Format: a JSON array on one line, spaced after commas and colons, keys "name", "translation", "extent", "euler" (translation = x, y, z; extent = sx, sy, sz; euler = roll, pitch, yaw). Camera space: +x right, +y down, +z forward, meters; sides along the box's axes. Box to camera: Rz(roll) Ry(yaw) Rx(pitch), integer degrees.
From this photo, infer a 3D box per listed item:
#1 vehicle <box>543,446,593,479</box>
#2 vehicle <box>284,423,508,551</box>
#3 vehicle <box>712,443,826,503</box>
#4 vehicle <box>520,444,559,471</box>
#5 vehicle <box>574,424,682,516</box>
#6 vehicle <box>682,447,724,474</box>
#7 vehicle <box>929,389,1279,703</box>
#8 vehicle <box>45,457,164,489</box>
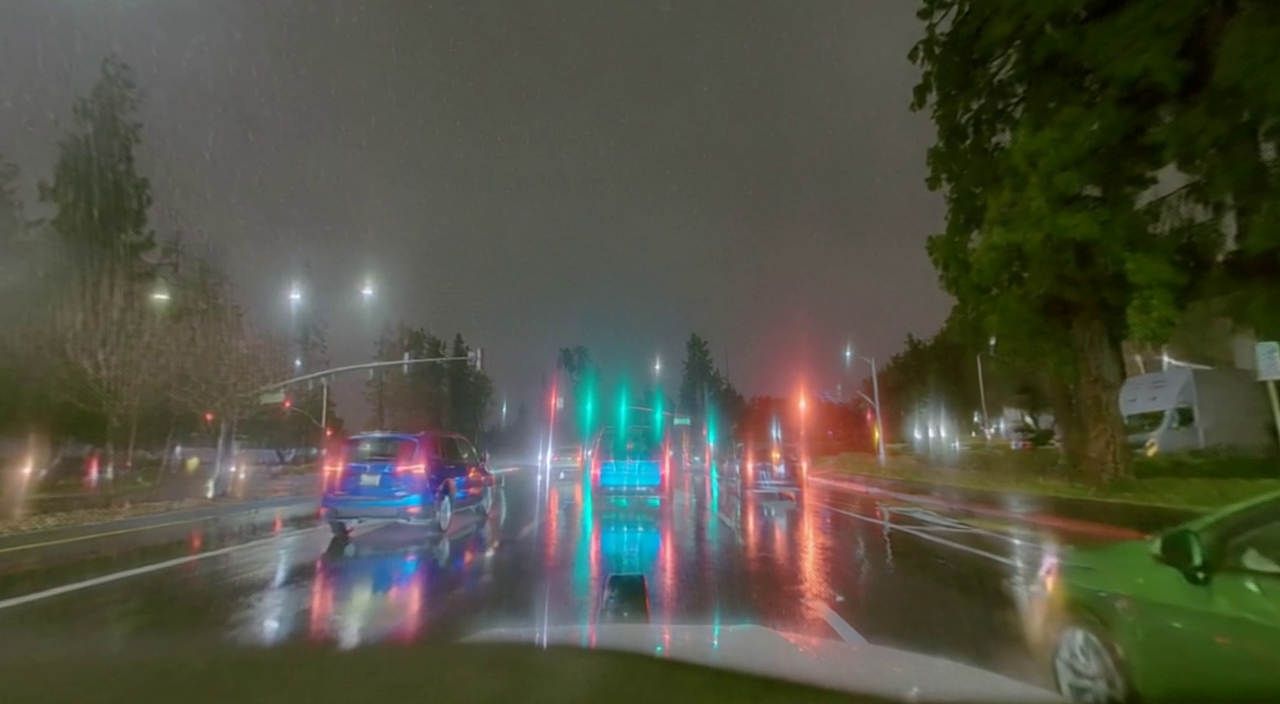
[{"name": "vehicle", "translation": [-3.478, 5.404, 31.052], "extent": [1.897, 1.479, 4.204], "euler": [0, -8, 1]}, {"name": "vehicle", "translation": [-3.759, 2.146, 10.720], "extent": [2.039, 1.709, 4.265], "euler": [0, -8, 1]}, {"name": "vehicle", "translation": [3.505, 3.385, 18.169], "extent": [2.036, 1.480, 4.659], "euler": [0, -8, -3]}, {"name": "vehicle", "translation": [-6.807, 7.220, 43.233], "extent": [2.051, 1.722, 4.412], "euler": [0, -8, -1]}, {"name": "vehicle", "translation": [-0.240, 2.677, 14.807], "extent": [2.132, 1.816, 4.471], "euler": [0, -8, 0]}, {"name": "vehicle", "translation": [3.668, 6.372, 37.291], "extent": [1.996, 1.443, 4.270], "euler": [0, -8, -1]}, {"name": "vehicle", "translation": [3.009, 0.889, 2.132], "extent": [1.976, 1.491, 4.427], "euler": [0, -8, 0]}, {"name": "vehicle", "translation": [-34.041, 7.669, 40.194], "extent": [5.352, 1.850, 2.276], "euler": [0, -8, -2]}]
